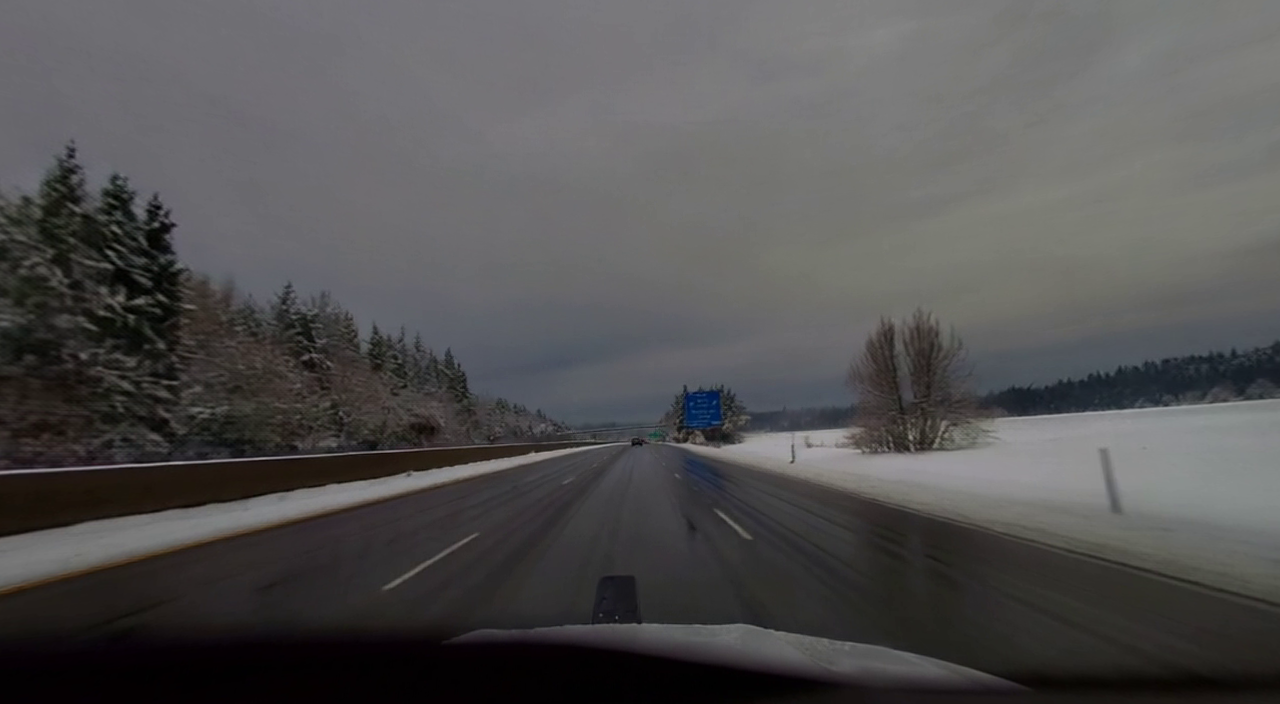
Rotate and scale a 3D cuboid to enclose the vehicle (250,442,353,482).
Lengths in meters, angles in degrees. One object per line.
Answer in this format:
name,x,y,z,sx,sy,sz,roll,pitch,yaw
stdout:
vehicle,-13.618,4.407,25.627,1.859,1.433,4.203,0,-8,0
